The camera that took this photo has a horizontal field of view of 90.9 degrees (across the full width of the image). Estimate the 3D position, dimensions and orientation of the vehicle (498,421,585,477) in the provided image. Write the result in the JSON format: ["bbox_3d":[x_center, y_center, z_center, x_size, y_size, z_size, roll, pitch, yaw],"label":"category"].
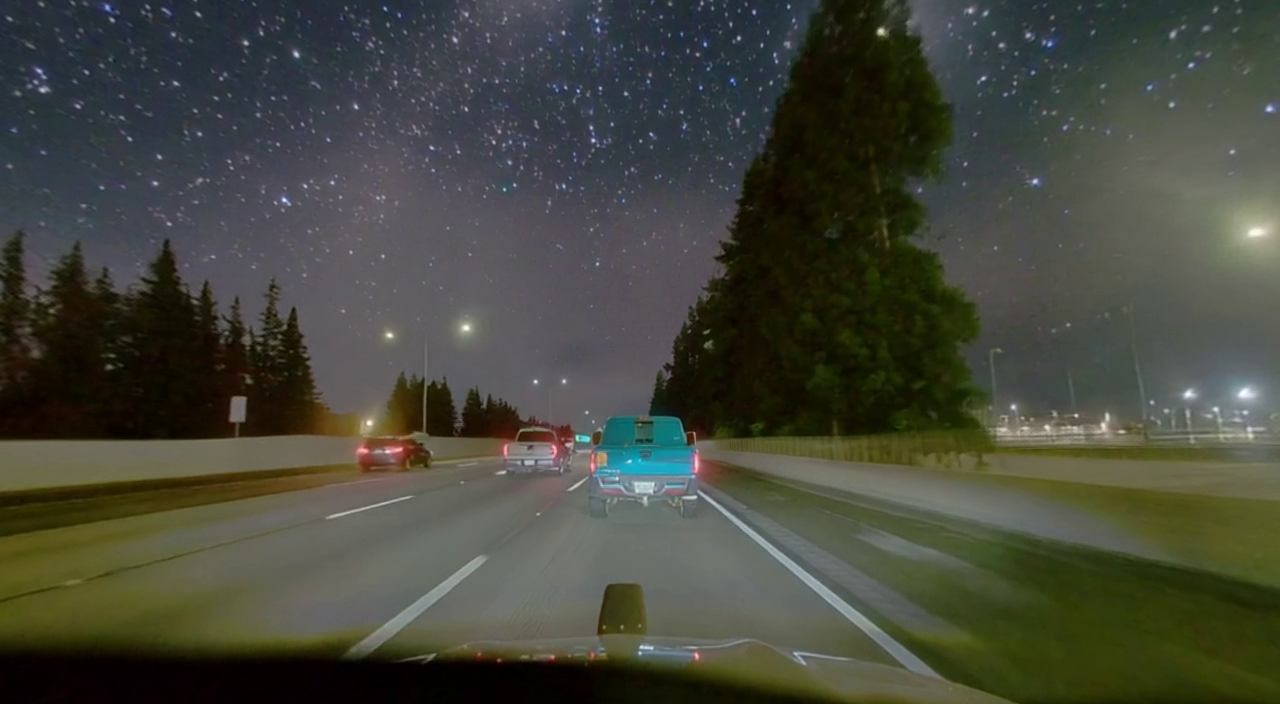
[{"bbox_3d":[-3.779,3.887,25.388,2.486,1.962,5.525,0,-8,1],"label":"vehicle"}]

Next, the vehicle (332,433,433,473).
[{"bbox_3d":[-10.303,4.085,25.684,2.002,1.484,4.798,0,-8,1],"label":"vehicle"}]

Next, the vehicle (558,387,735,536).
[{"bbox_3d":[0.094,1.832,11.025,2.395,2.013,4.734,0,-8,0],"label":"vehicle"}]
